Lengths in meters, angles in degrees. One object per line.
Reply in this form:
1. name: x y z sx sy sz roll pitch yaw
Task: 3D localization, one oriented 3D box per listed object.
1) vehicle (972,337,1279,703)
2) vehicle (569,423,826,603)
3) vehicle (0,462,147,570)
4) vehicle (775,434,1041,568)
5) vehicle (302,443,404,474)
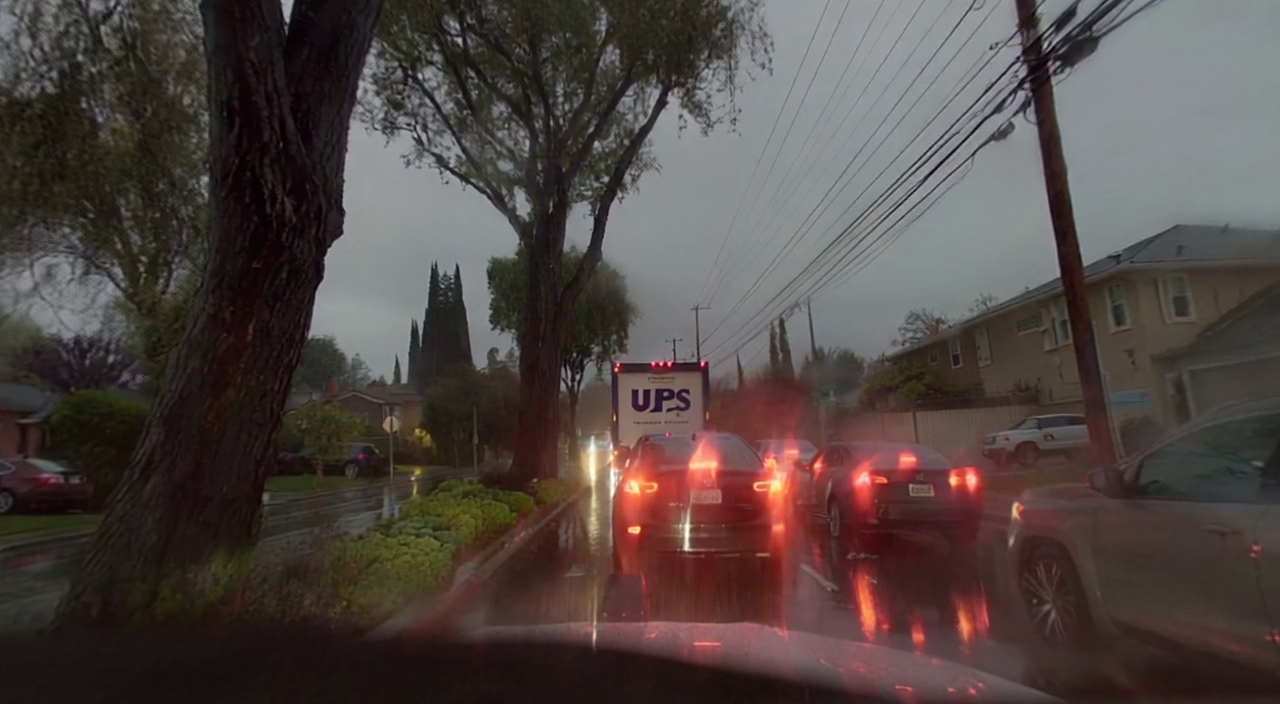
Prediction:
1. vehicle: 3.324 0.769 1.932 2.069 1.722 4.888 0 -8 2
2. vehicle: 0.473 1.684 7.533 2.158 1.499 4.377 0 -8 0
3. vehicle: -10.350 2.488 9.479 1.925 1.482 4.753 0 -8 0
4. vehicle: 3.496 2.013 9.357 1.993 1.479 4.487 0 -8 0
5. vehicle: -17.435 6.463 38.303 5.274 1.793 1.921 0 -8 3
